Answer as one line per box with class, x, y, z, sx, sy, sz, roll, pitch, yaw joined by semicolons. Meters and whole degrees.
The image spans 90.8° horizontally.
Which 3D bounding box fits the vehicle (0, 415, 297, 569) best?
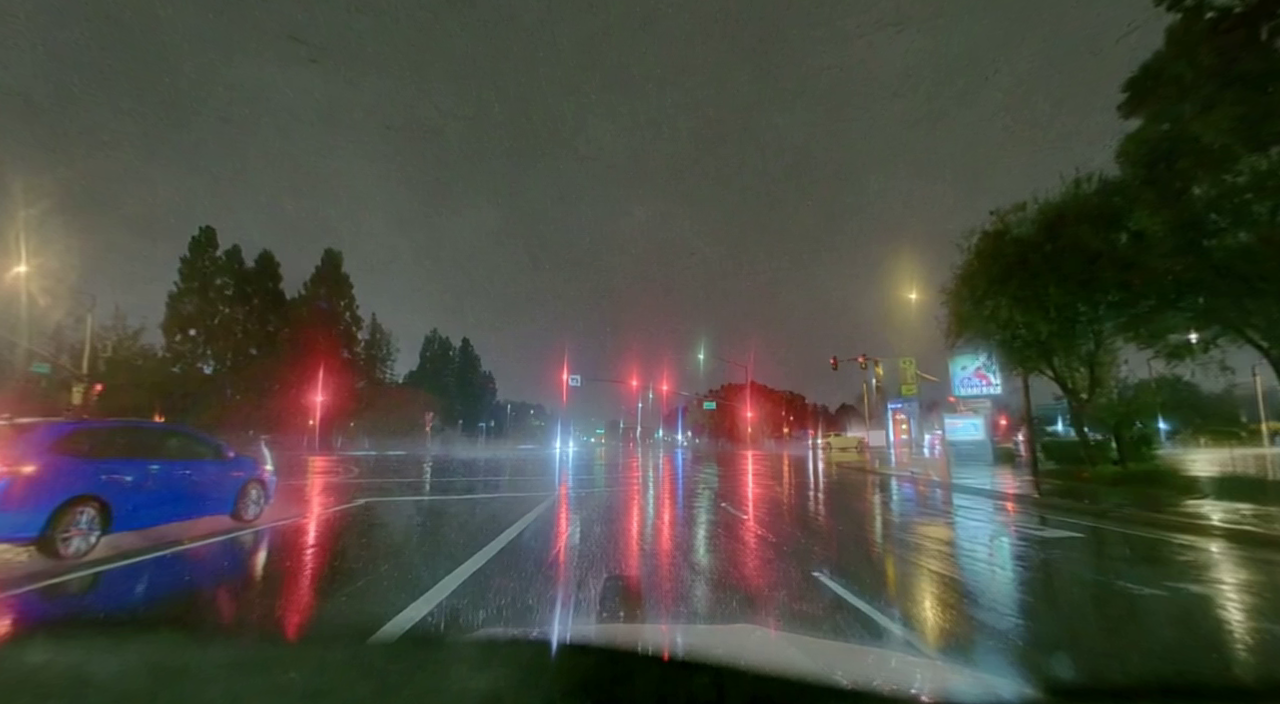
vehicle;-7.190;1.762;8.820;1.904;1.497;5.154;0;-9;0
